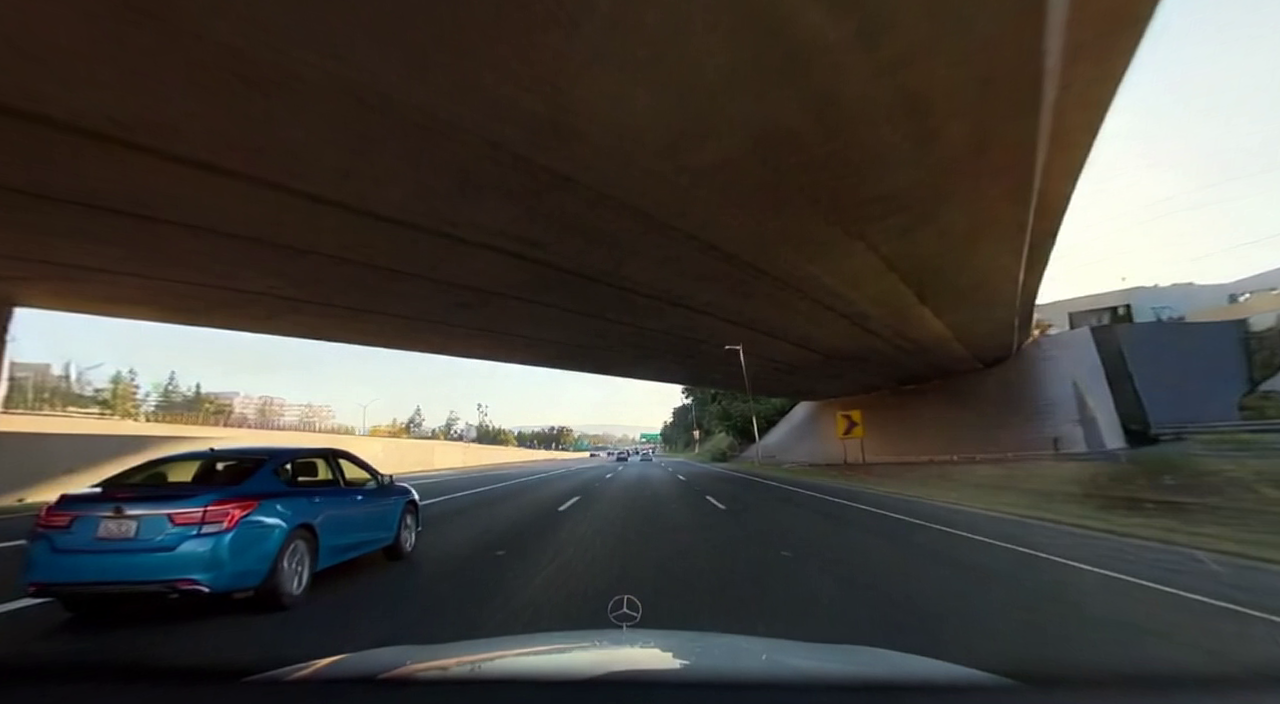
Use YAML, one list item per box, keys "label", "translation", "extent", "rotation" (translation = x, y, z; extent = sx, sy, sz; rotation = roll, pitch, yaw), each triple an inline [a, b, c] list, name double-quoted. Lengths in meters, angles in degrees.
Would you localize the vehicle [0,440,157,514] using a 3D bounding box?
- label: "vehicle"
  translation: [-14.523, 2.947, 15.259]
  extent: [2.016, 1.546, 4.353]
  rotation: [0, -9, 1]
